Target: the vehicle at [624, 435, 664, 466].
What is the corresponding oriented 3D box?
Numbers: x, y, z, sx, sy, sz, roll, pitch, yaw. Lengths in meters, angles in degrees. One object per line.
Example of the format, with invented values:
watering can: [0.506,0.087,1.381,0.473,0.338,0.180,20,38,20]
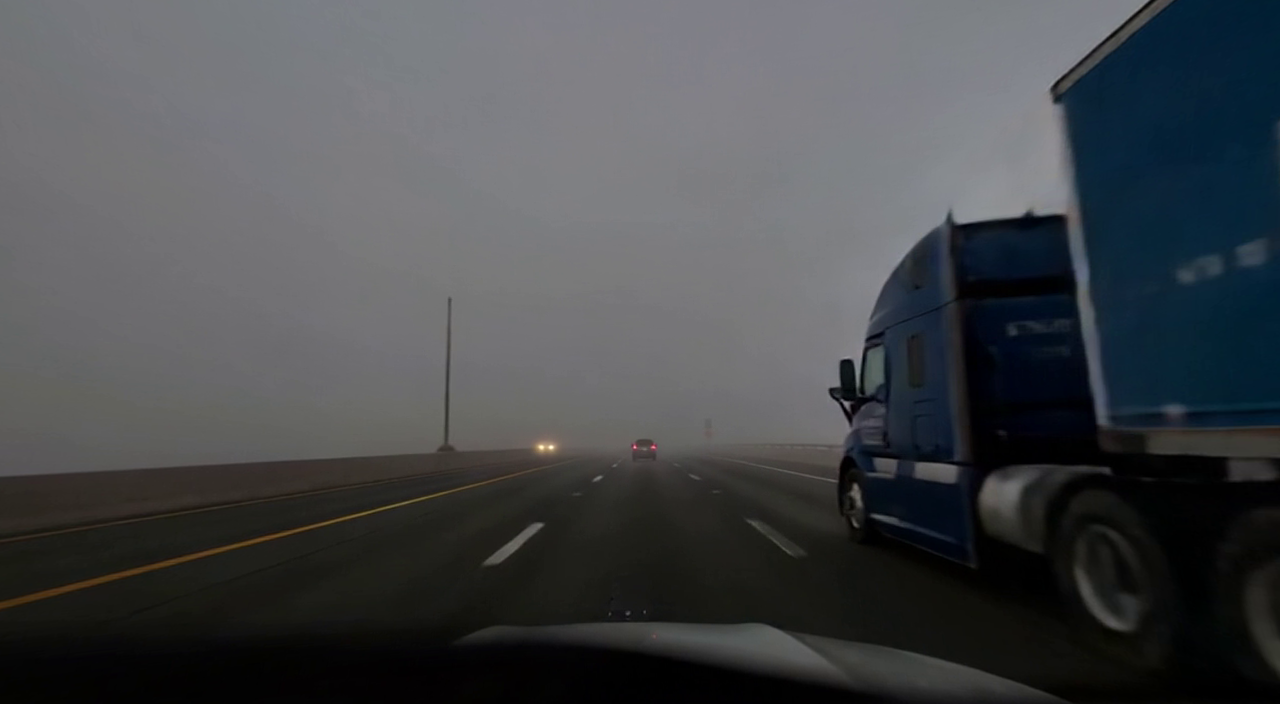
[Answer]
vehicle: [0.230,5.464,35.090,2.111,1.635,4.177,0,-8,1]
